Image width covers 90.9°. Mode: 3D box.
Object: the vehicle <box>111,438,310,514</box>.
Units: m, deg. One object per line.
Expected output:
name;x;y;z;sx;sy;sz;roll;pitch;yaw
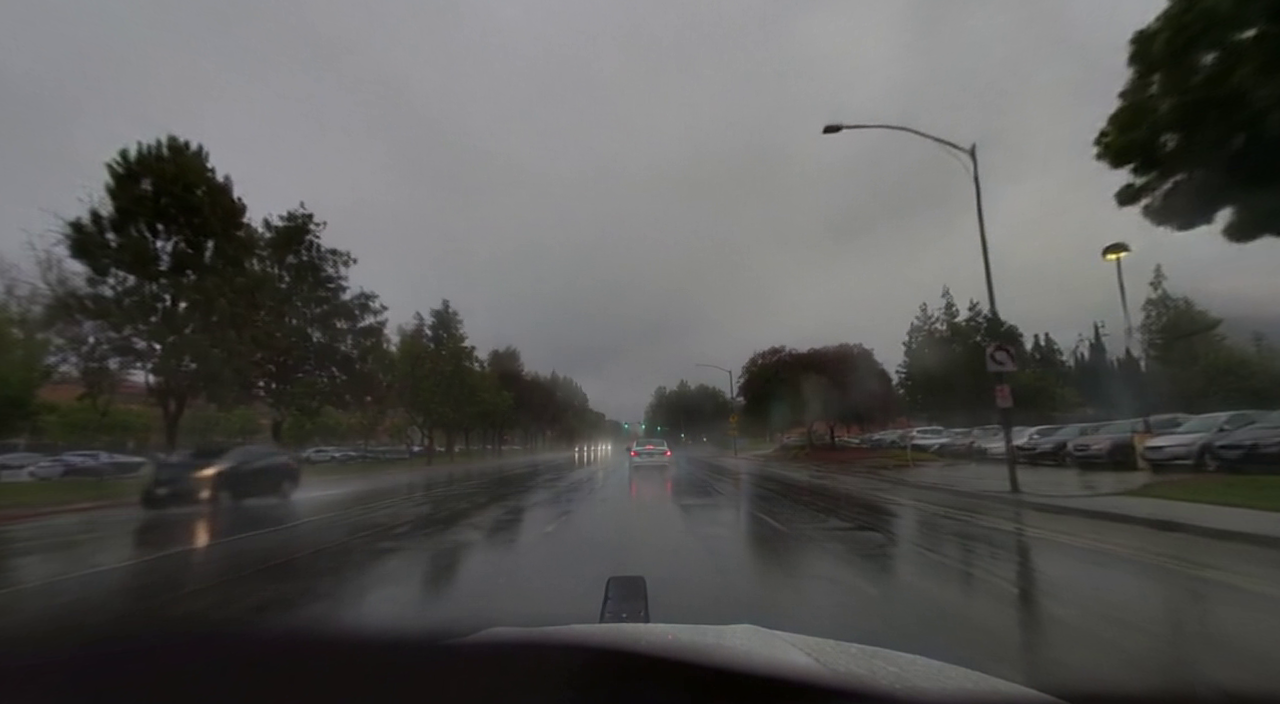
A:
vehicle;-12.090;3.479;18.320;2.259;1.867;4.875;0;-8;1

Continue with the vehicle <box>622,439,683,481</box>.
vehicle;0.413;4.010;23.696;2.093;1.442;3.977;0;-8;-1

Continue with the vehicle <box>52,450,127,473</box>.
vehicle;-42.962;8.532;49.272;4.057;1.666;1.849;0;-8;1

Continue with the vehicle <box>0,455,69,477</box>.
vehicle;-42.999;7.991;44.350;4.100;1.440;1.703;-1;-8;3
